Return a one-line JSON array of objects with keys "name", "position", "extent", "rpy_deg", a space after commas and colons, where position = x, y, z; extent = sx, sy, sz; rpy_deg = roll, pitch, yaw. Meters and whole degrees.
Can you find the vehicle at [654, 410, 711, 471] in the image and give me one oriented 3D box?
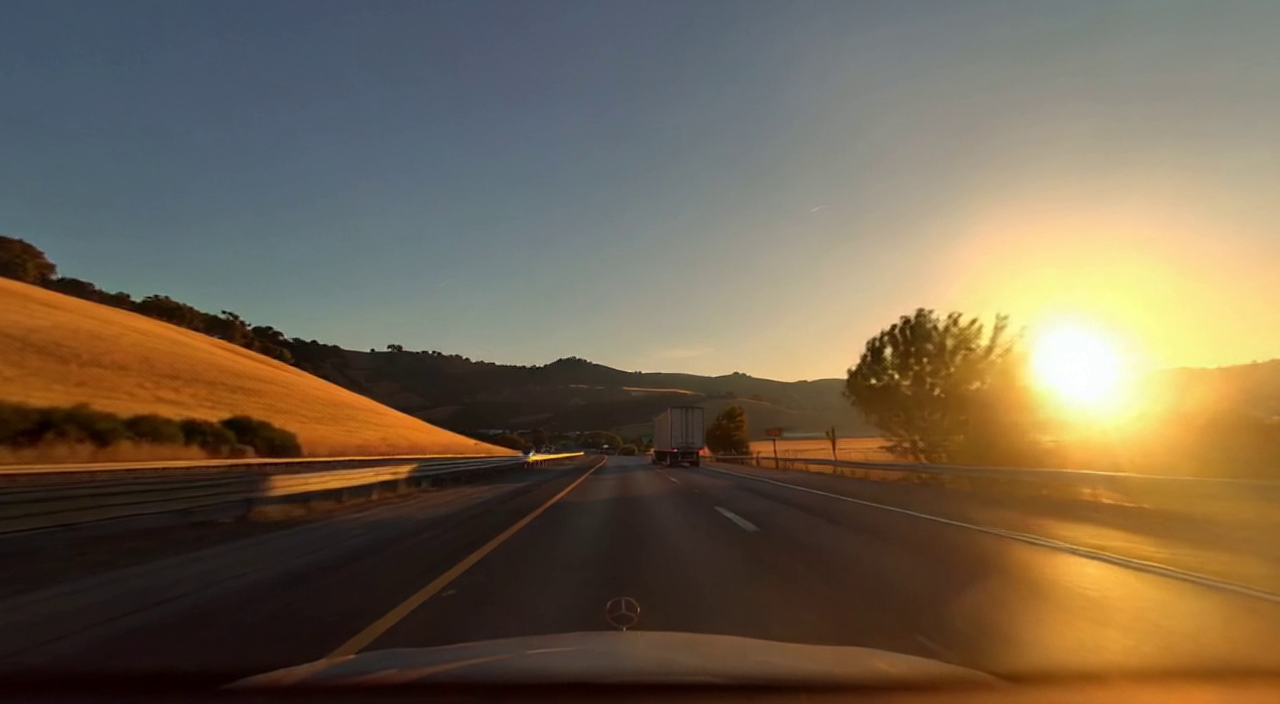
[{"name": "vehicle", "position": [3.015, 6.946, 49.193], "extent": [2.938, 4.076, 13.362], "rpy_deg": [0, -8, -3]}]
